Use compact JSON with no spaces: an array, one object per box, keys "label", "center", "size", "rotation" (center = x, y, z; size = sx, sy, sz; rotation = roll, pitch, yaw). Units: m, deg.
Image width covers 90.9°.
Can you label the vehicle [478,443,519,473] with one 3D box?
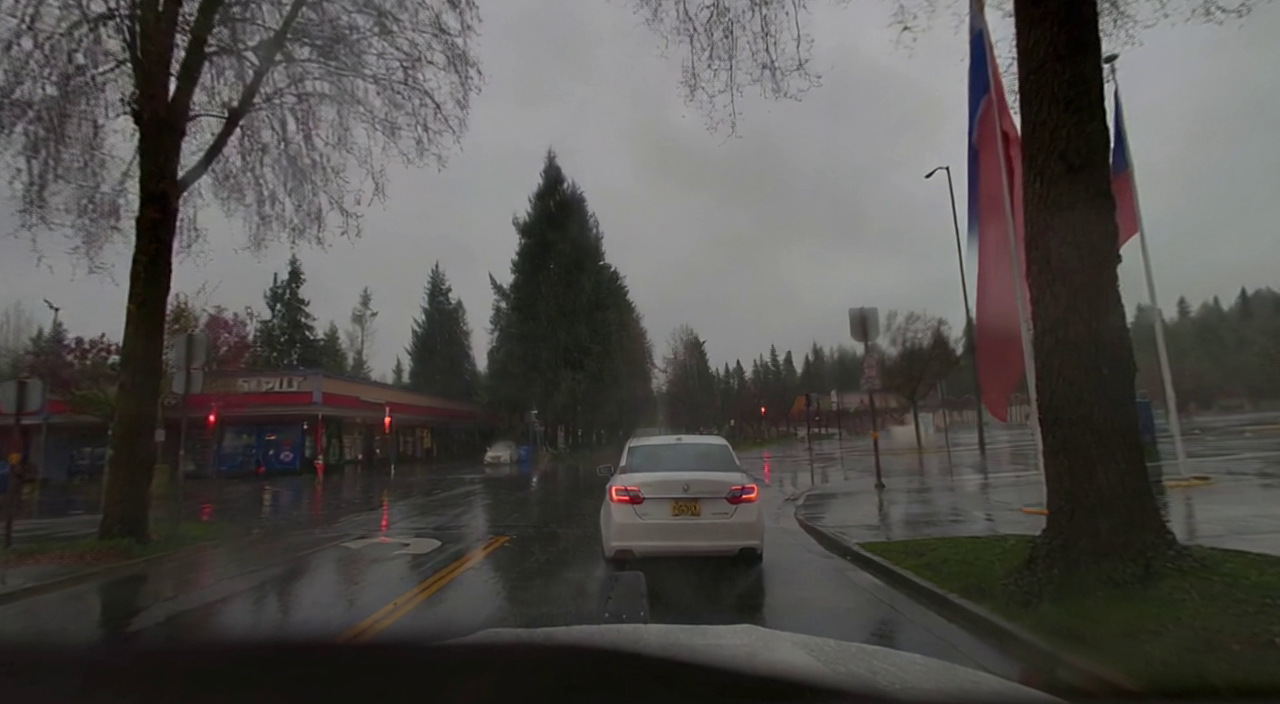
[{"label":"vehicle","center":[-9.991,7.485,44.724],"size":[2.212,1.948,4.537],"rotation":[0,-9,-5]}]

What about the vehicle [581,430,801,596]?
[{"label":"vehicle","center":[0.380,1.734,7.571],"size":[1.985,1.463,3.647],"rotation":[0,-9,-3]}]
